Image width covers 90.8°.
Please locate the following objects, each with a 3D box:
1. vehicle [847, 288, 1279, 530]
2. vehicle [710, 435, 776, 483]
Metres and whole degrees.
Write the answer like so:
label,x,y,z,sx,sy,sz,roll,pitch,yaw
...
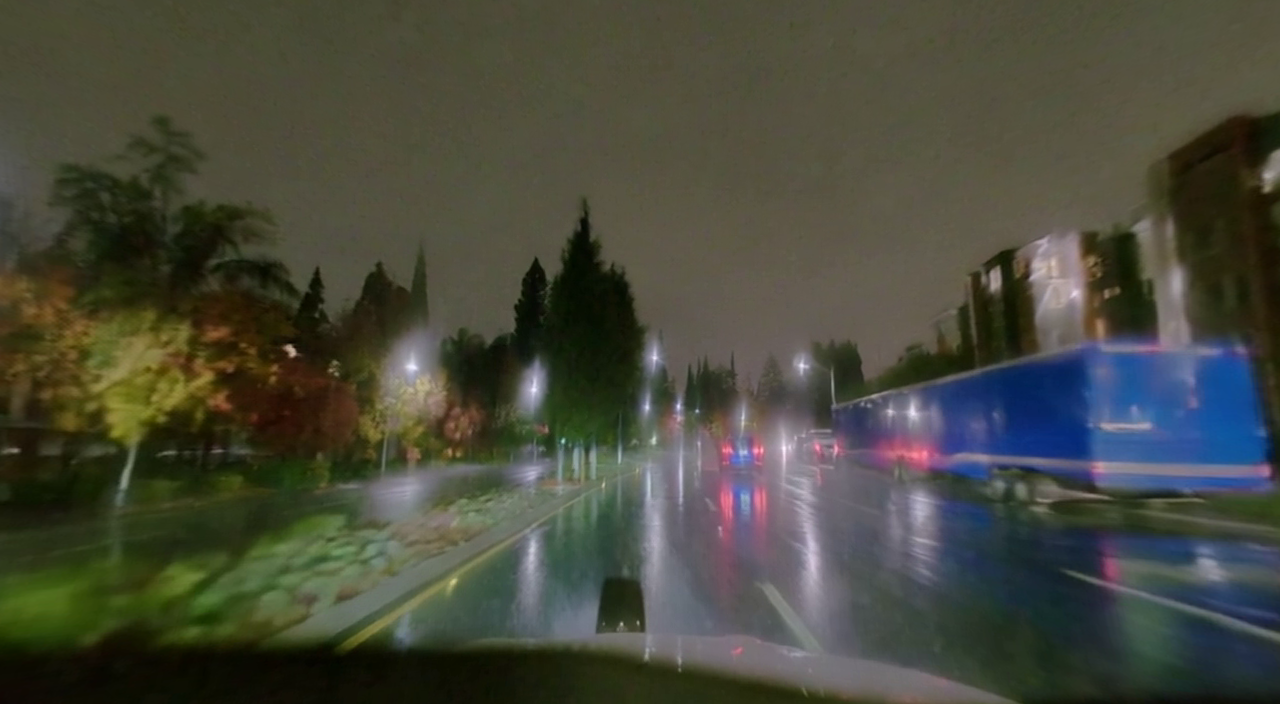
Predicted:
label,x,y,z,sx,sy,sz,roll,pitch,yaw
vehicle,10.608,2.275,20.037,2.887,4.158,18.418,-1,-8,3
vehicle,4.211,4.429,26.575,2.215,1.812,4.569,0,-8,3
